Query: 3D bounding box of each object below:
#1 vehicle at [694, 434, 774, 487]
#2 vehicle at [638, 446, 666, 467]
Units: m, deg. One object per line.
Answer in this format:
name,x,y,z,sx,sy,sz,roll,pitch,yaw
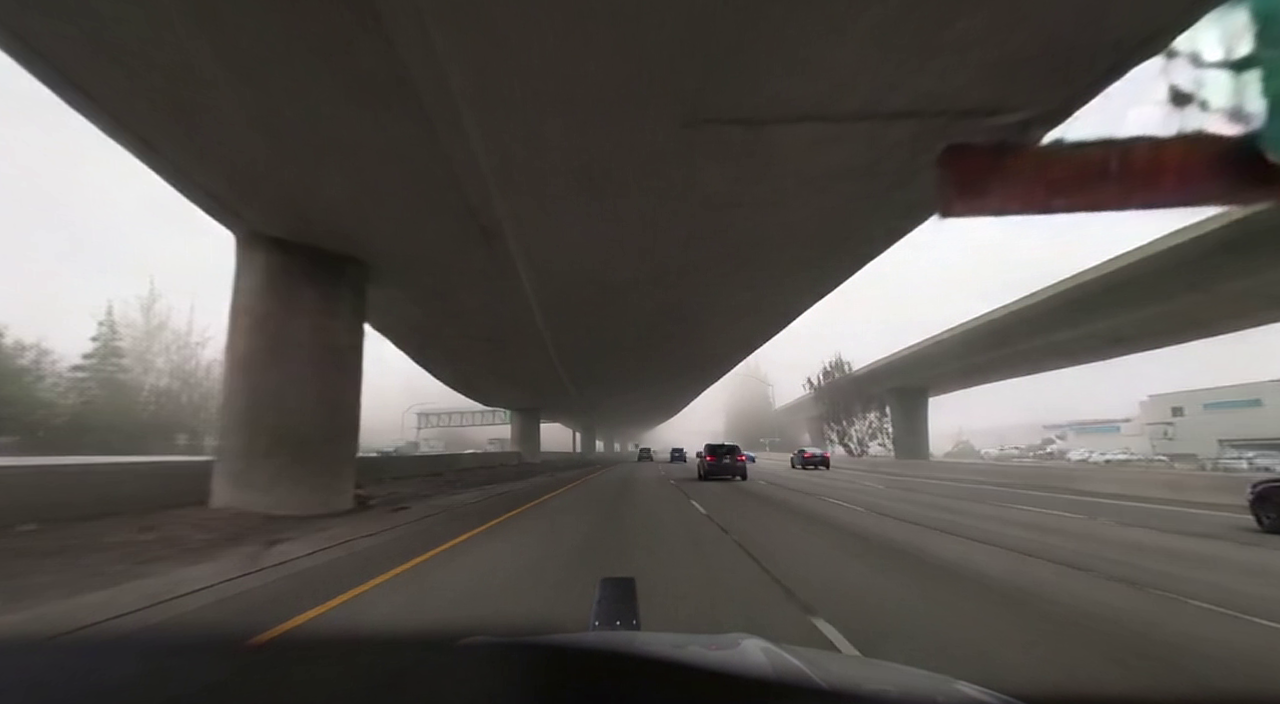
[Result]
vehicle,3.376,4.047,23.786,2.226,1.779,4.835,0,-9,-1
vehicle,0.922,8.059,48.833,2.046,1.475,3.784,0,-9,1
